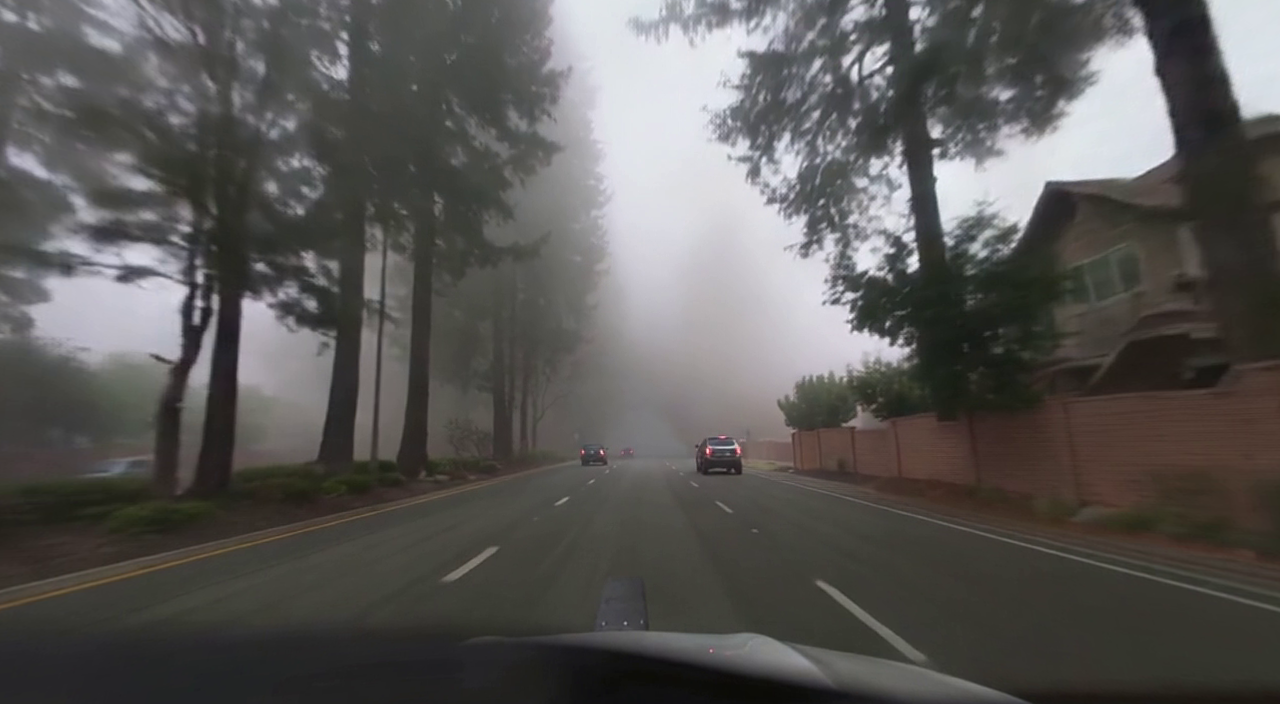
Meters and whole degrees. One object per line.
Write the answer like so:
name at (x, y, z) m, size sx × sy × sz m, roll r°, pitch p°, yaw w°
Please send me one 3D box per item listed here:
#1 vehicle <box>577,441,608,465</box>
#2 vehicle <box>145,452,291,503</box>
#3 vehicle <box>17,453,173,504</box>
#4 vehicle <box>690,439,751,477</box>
vehicle at (-3.577, 7.643, 47.977) m, size 2.002 × 1.747 × 4.728 m, roll 0°, pitch -8°, yaw 0°
vehicle at (-14.128, 4.196, 21.507) m, size 1.892 × 1.480 × 4.467 m, roll 0°, pitch -8°, yaw 0°
vehicle at (-21.693, 4.995, 25.423) m, size 1.990 × 1.787 × 4.709 m, roll 0°, pitch -8°, yaw 0°
vehicle at (3.820, 5.131, 30.774) m, size 2.321 × 1.695 × 5.037 m, roll 0°, pitch -8°, yaw 0°
